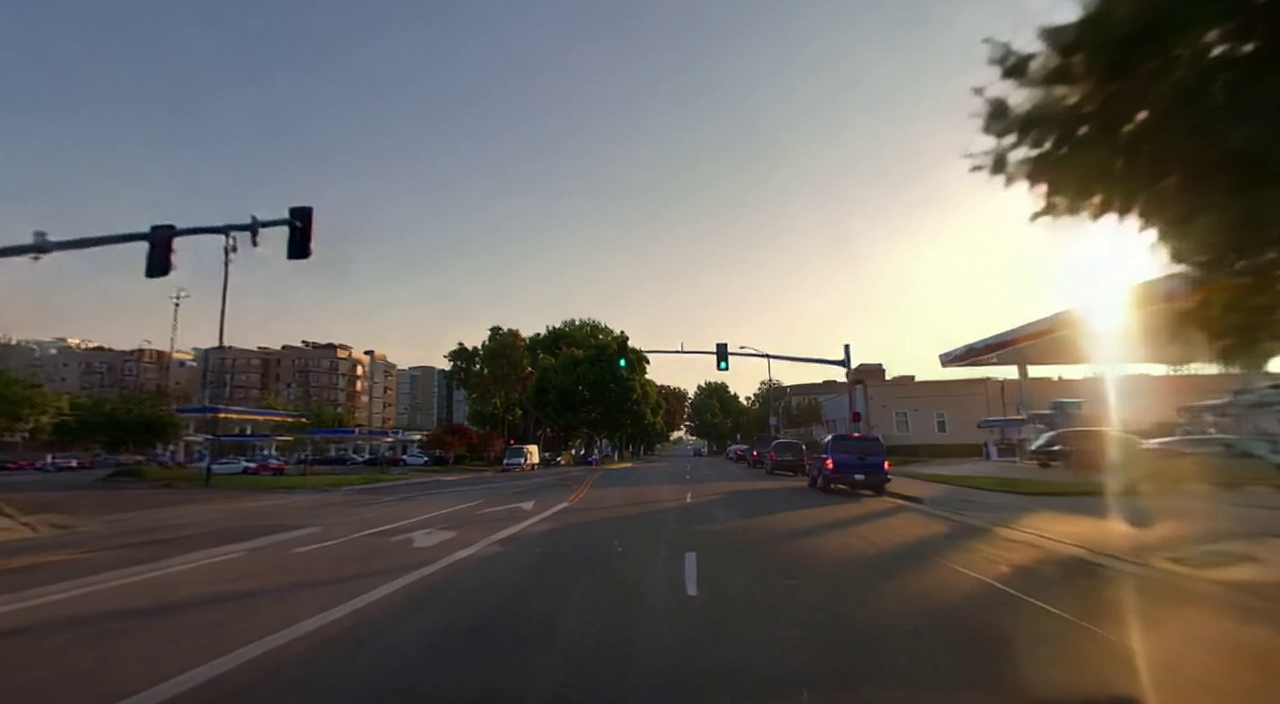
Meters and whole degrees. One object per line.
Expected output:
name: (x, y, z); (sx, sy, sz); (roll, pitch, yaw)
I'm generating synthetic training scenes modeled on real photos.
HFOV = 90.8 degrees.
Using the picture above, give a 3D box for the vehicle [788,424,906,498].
vehicle: (5.954, 3.209, 18.927); (2.194, 1.896, 5.049); (-1, -9, 5)

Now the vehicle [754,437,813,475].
vehicle: (7.038, 5.188, 31.602); (1.995, 1.720, 5.067); (-1, -9, 3)

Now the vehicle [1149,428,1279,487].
vehicle: (16.602, 2.858, 17.338); (1.919, 1.411, 4.440); (-1, -9, 7)

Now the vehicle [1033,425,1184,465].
vehicle: (19.086, 3.839, 25.936); (4.421, 1.548, 2.061); (-1, -9, 6)

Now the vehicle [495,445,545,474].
vehicle: (-9.037, 8.156, 48.212); (2.214, 1.994, 5.721); (-1, -9, 6)
